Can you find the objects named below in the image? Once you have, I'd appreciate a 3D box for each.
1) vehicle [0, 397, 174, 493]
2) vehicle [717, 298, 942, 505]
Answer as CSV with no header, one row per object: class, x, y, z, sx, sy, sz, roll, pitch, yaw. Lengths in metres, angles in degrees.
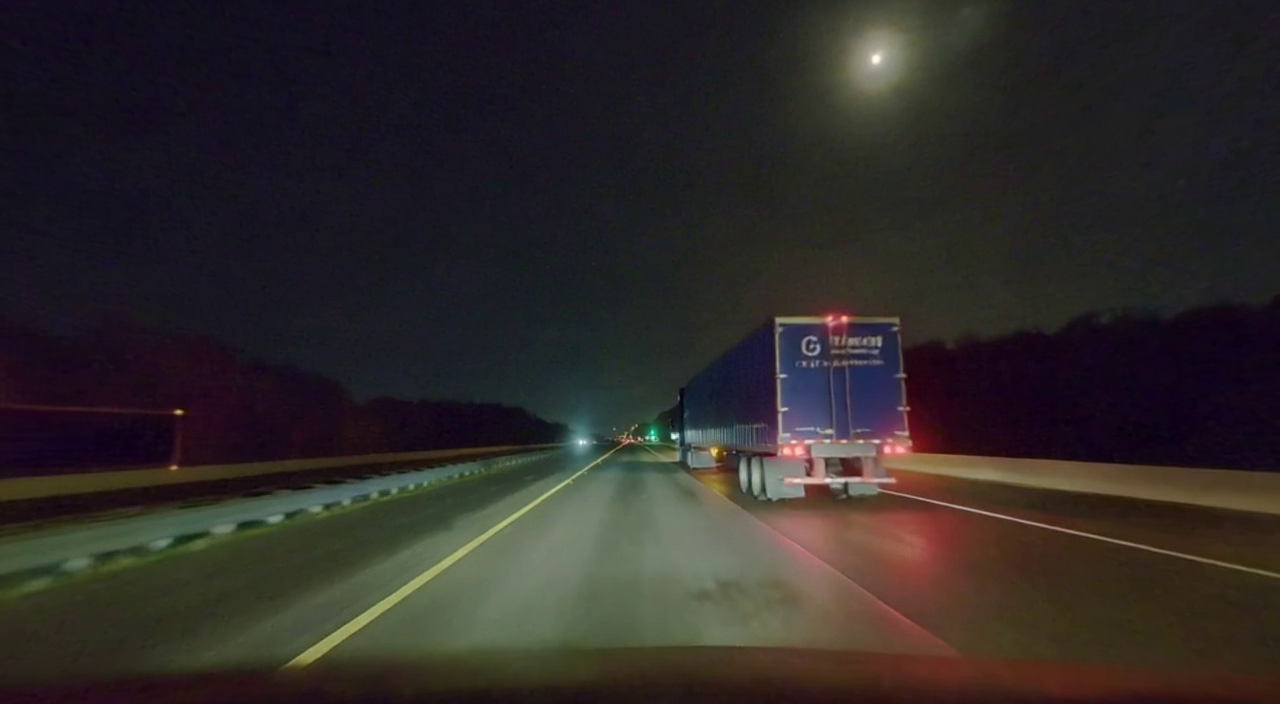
vehicle,-29.203,4.291,29.165,2.918,4.122,14.289,-1,-8,6
vehicle,4.027,1.444,15.971,2.888,3.866,8.380,0,-8,-1
